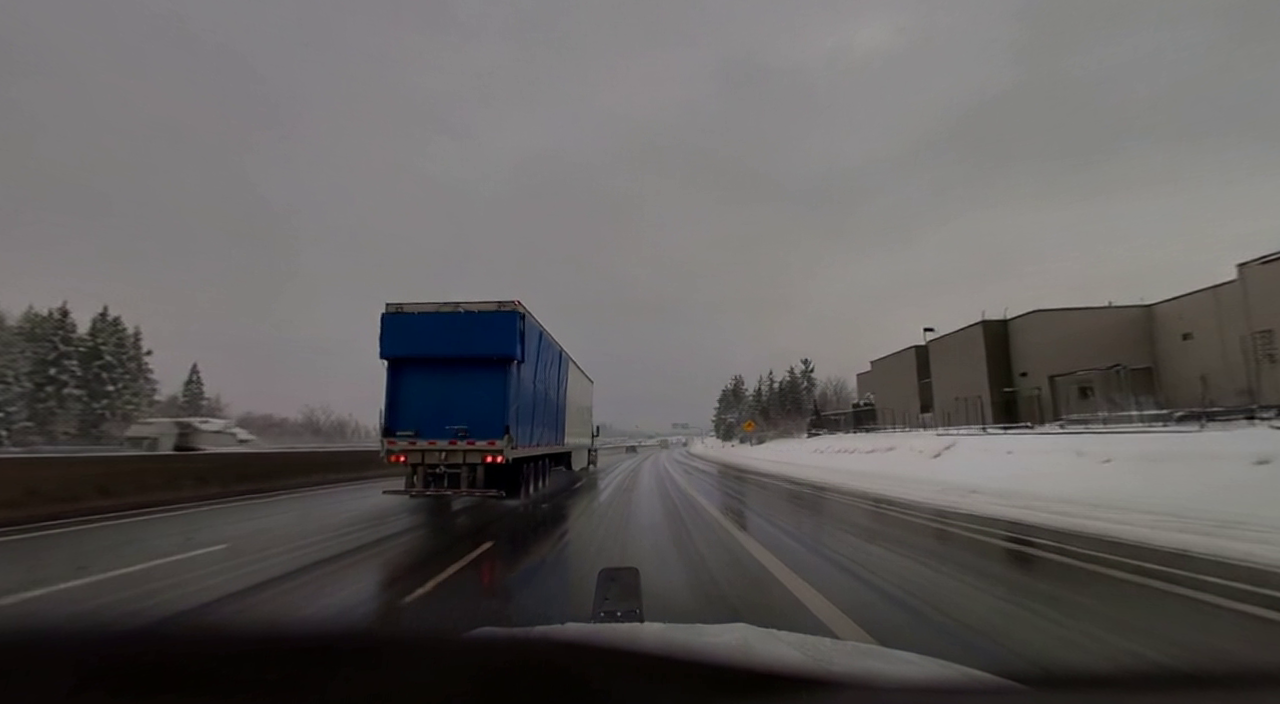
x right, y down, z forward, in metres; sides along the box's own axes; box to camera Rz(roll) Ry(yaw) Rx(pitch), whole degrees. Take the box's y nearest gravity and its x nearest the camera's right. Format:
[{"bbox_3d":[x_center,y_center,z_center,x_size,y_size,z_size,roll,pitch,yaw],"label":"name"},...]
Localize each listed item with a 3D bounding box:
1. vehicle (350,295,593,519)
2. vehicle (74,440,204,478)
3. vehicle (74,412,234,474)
[{"bbox_3d":[-3.669,2.172,19.765,2.939,4.132,16.303,0,-8,1],"label":"vehicle"},{"bbox_3d":[-27.871,5.948,35.497,2.226,1.913,6.054,0,-9,1],"label":"vehicle"},{"bbox_3d":[-31.755,6.057,42.027,2.917,3.651,9.445,0,-9,1],"label":"vehicle"}]
